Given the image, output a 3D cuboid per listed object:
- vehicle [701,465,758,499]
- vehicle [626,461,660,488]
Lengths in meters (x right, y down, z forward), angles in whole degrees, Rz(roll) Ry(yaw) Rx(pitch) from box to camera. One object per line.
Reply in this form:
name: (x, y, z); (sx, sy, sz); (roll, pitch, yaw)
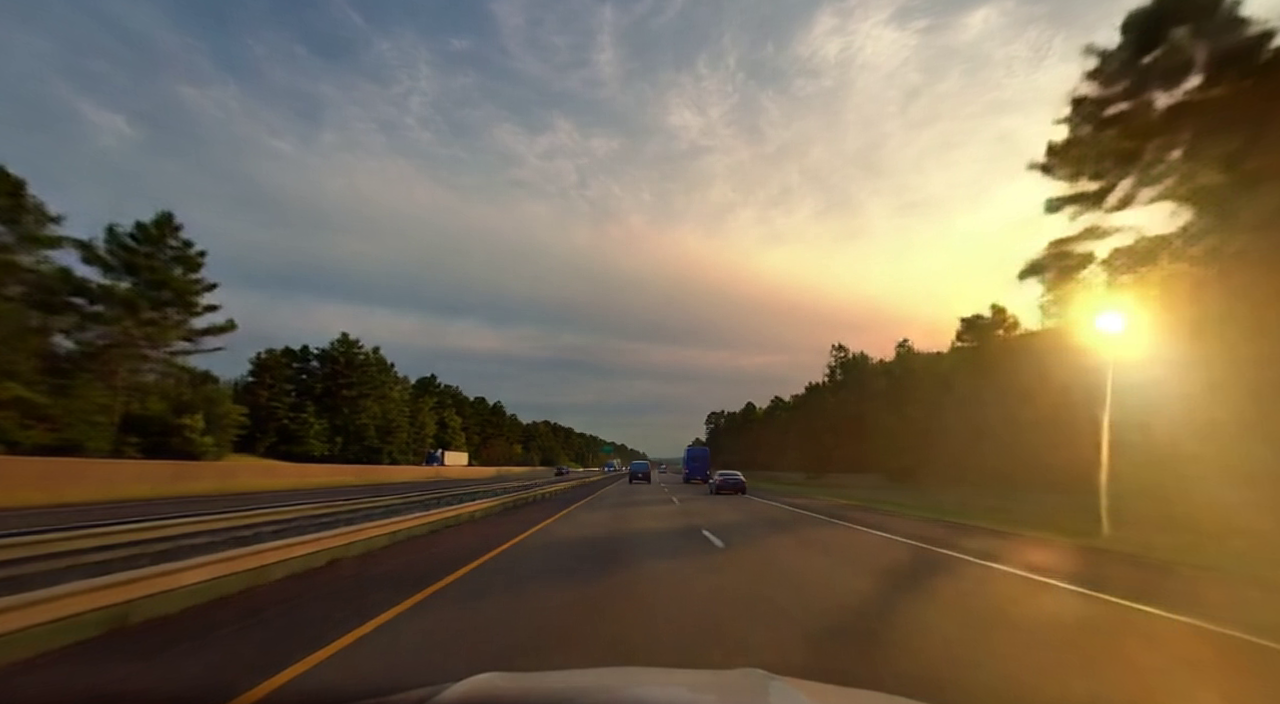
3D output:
vehicle: (4.410, 6.500, 31.863); (2.073, 1.532, 4.969); (1, -10, -1)
vehicle: (0.248, 8.549, 43.982); (2.212, 1.717, 4.452); (0, -10, 1)
